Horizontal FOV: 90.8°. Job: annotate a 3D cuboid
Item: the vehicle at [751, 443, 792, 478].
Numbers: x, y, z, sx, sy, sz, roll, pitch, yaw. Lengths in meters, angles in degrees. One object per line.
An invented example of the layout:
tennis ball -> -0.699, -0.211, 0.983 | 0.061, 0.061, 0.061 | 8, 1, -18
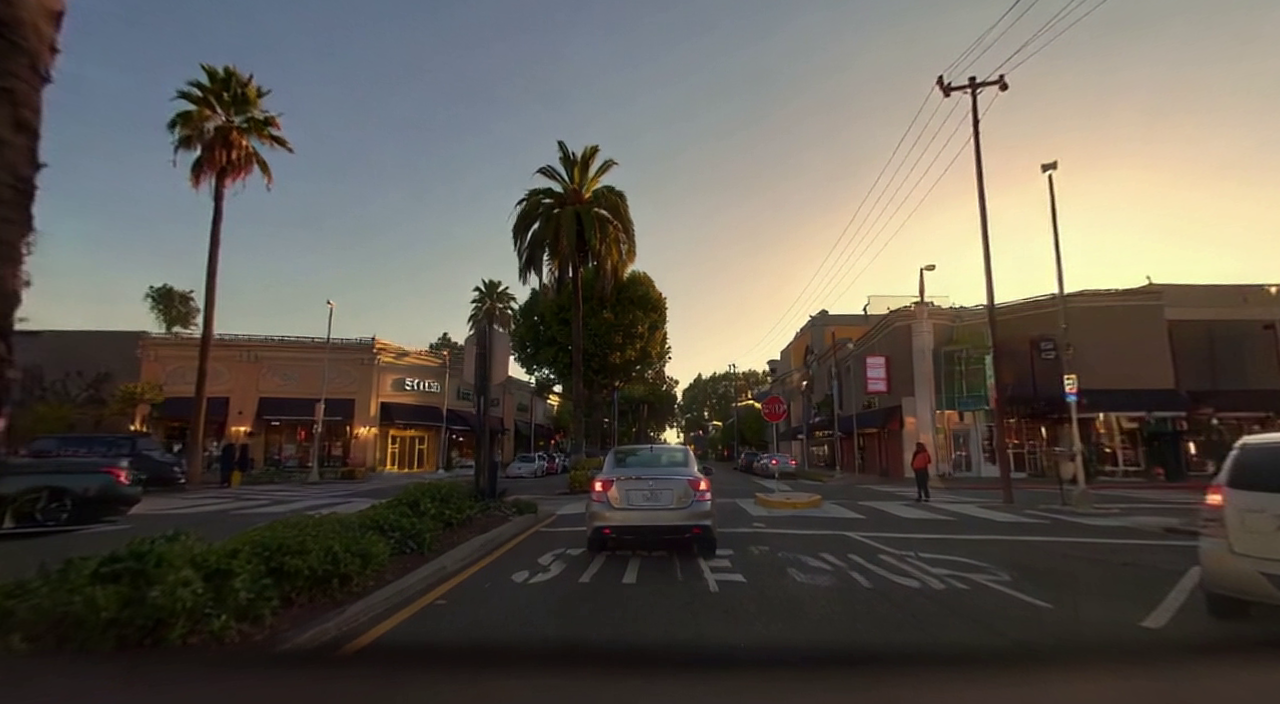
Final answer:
vehicle -> 9.421, 7.723, 45.324 | 2.467, 2.369, 1.577 | 5, -9, -37

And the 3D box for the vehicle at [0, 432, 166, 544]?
vehicle -> -10.792, 2.222, 10.528 | 2.089, 1.731, 4.223 | -9, -12, 44

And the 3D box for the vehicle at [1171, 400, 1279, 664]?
vehicle -> 6.091, 1.325, 5.263 | 4.623, 1.650, 1.937 | 8, -12, -44

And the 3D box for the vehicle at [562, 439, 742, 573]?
vehicle -> 0.259, 2.035, 9.166 | 2.031, 1.479, 3.969 | -1, -9, 4
